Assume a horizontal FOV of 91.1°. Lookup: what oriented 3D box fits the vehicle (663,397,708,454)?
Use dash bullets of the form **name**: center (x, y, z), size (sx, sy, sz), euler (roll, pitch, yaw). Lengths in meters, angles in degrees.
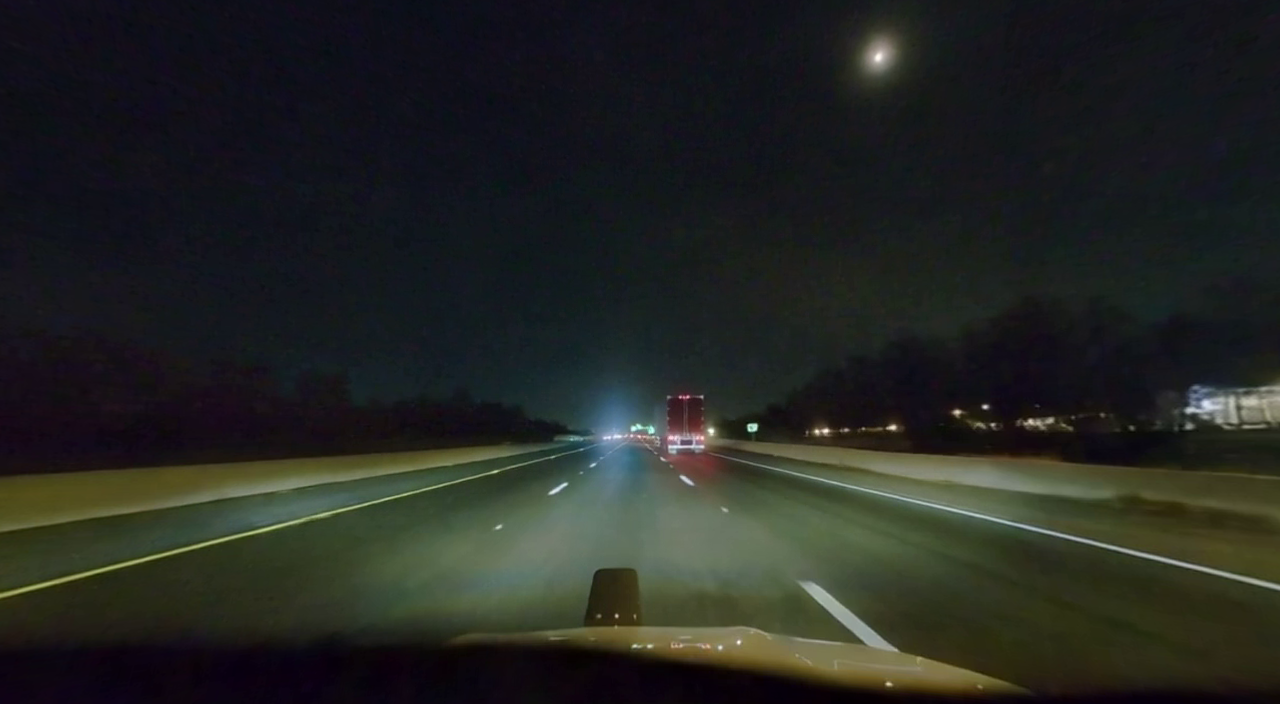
- **vehicle**: center (3.384, 5.765, 48.888), size (2.859, 3.981, 8.596), euler (0, -8, 0)
